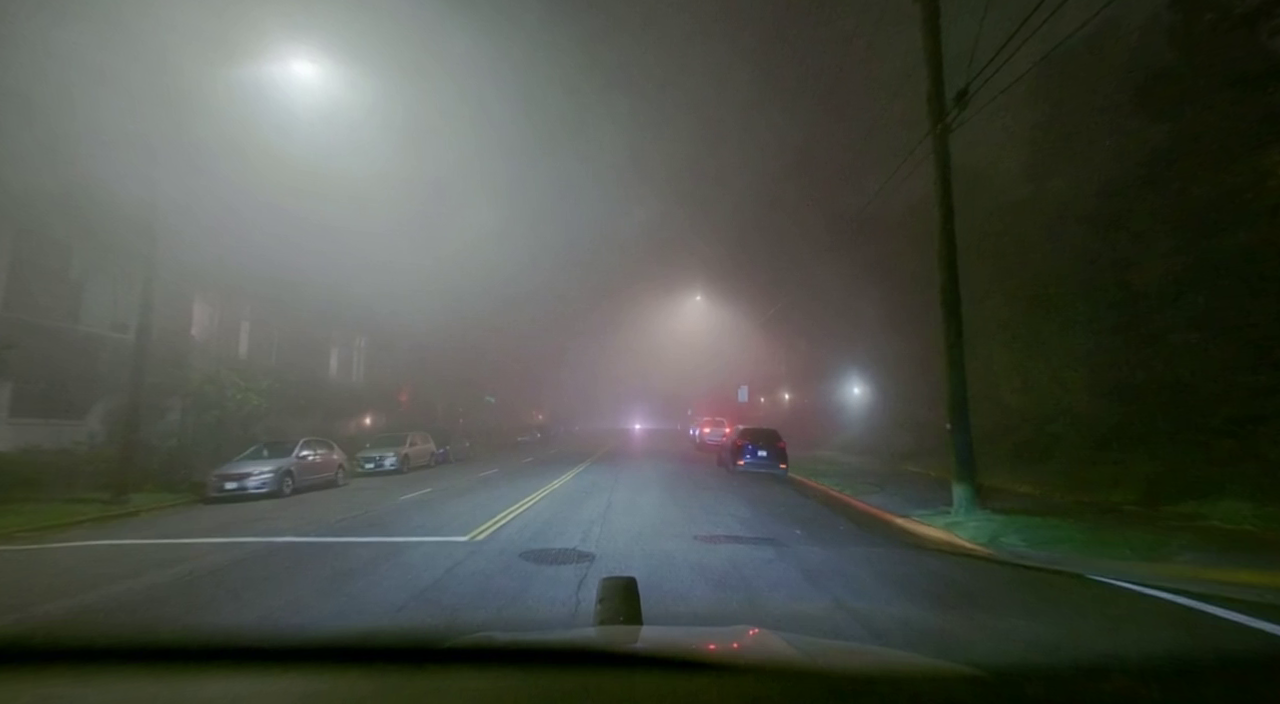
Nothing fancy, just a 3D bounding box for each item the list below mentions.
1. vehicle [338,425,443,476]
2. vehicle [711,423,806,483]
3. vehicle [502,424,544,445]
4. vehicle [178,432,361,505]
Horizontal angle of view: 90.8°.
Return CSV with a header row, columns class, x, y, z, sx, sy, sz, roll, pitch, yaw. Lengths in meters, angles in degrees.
class,x,y,z,sx,sy,sz,roll,pitch,yaw
vehicle,-9.339,3.714,24.102,2.061,1.748,4.316,-1,-8,3
vehicle,3.717,3.203,20.719,2.089,1.638,4.628,0,-5,-2
vehicle,-8.704,6.243,47.363,2.208,1.508,4.590,0,-8,1
vehicle,-9.514,3.009,16.778,1.926,1.652,4.527,-1,-8,3
